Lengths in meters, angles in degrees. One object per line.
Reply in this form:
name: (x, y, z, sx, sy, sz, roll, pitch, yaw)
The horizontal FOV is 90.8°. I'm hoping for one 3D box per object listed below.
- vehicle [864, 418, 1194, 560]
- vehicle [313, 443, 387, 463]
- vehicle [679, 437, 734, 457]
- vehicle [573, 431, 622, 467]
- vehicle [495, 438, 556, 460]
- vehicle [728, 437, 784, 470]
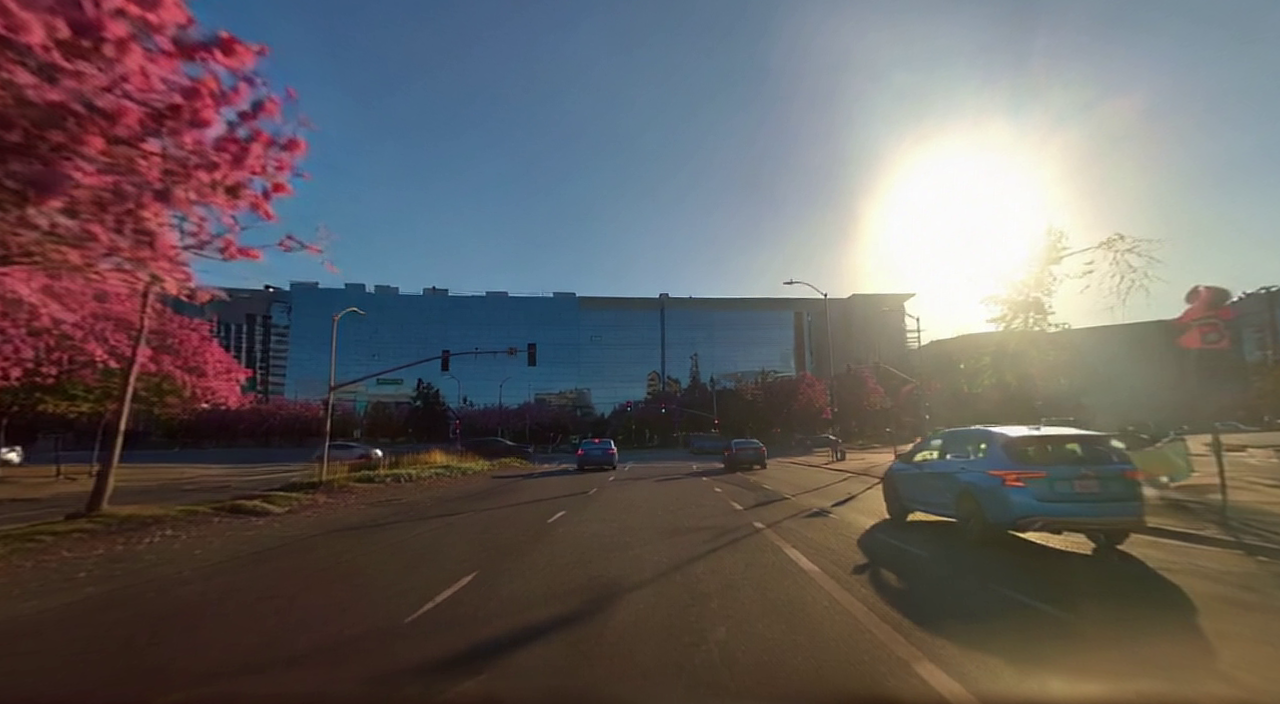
vehicle: (4.981, 1.809, 9.038, 2.019, 1.518, 4.285, 0, -8, 1)
vehicle: (-22.615, 7.890, 49.383, 4.829, 1.470, 1.874, -1, -8, 2)
vehicle: (5.122, 7.354, 48.880, 4.097, 1.436, 1.739, -1, -8, 2)
vehicle: (-2.132, 5.042, 32.814, 1.995, 1.703, 4.367, -1, -8, 3)
vehicle: (-8.360, 7.118, 46.340, 4.089, 1.588, 1.808, -1, -8, 2)
vehicle: (5.551, 4.934, 30.819, 2.007, 1.466, 4.291, 0, -8, 1)
